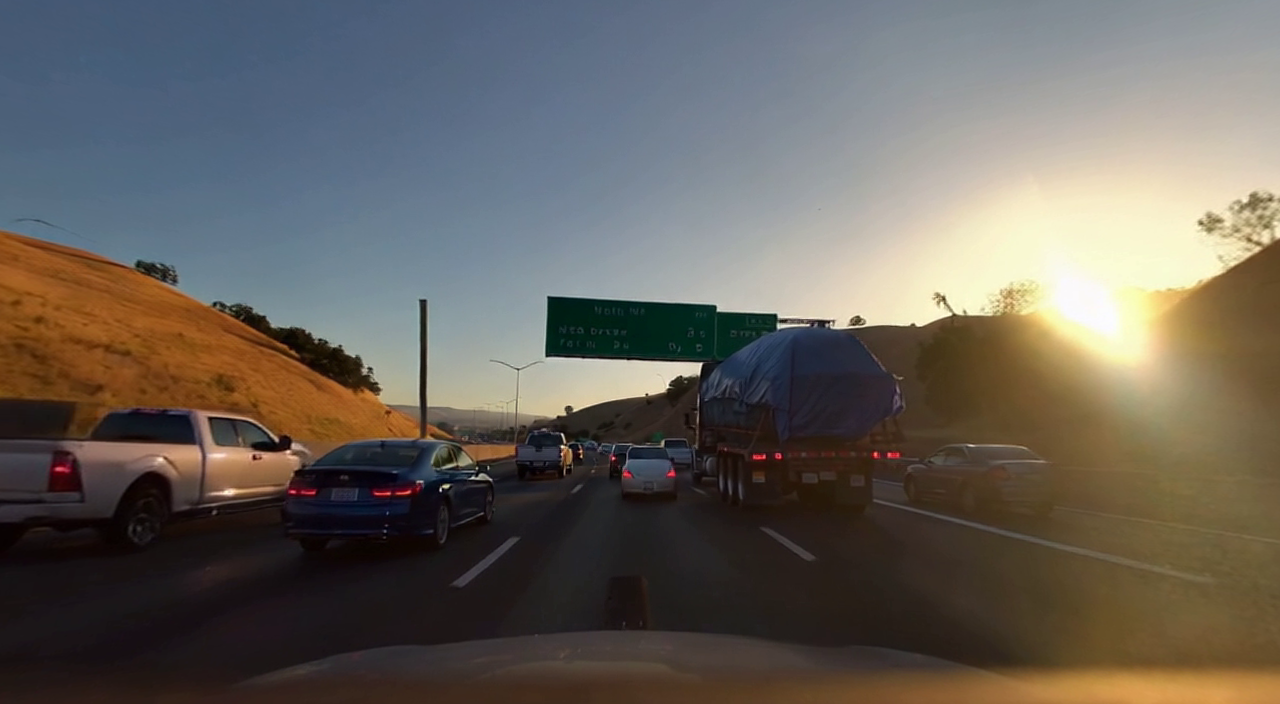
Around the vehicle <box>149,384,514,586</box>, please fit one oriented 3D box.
[{"bbox_3d":[-3.442,1.634,8.695,2.318,1.902,5.374,0,-8,0],"label":"vehicle"}]

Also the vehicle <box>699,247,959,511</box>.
[{"bbox_3d":[3.382,1.145,15.172,2.759,4.098,10.906,0,-8,0],"label":"vehicle"}]

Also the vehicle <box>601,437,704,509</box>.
[{"bbox_3d":[0.199,2.771,14.970,2.105,1.471,3.978,0,-8,-2],"label":"vehicle"}]

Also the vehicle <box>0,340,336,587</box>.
[{"bbox_3d":[-7.560,1.436,8.626,3.150,2.303,7.133,0,-8,1],"label":"vehicle"}]

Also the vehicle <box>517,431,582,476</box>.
[{"bbox_3d":[-3.952,4.532,28.469,2.348,1.821,5.061,0,-8,-2],"label":"vehicle"}]

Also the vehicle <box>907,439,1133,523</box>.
[{"bbox_3d":[7.741,2.623,13.481,2.092,1.495,4.194,0,-8,-2],"label":"vehicle"}]
